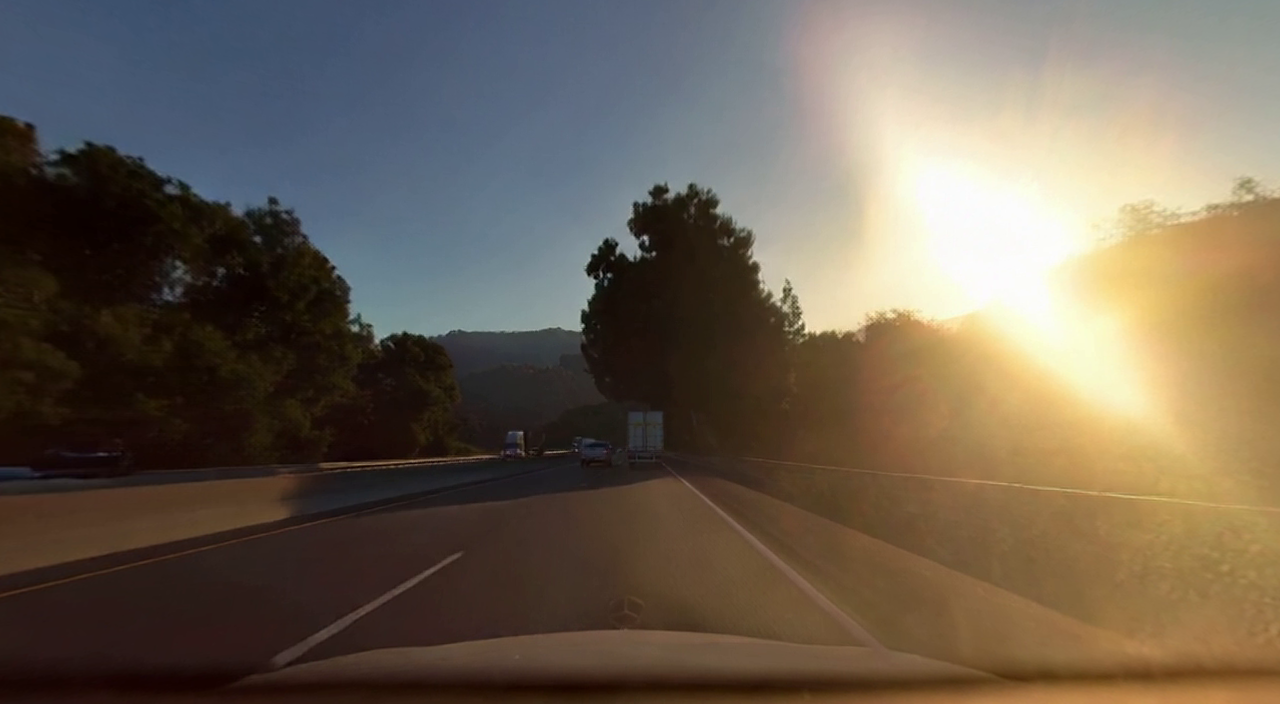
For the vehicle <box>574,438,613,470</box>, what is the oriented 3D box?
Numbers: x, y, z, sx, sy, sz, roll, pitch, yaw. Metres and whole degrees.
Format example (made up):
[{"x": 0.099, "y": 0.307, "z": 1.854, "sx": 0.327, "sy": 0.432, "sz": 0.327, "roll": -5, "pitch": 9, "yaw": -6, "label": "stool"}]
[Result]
[{"x": -3.235, "y": 7.310, "z": 45.253, "sx": 2.283, "sy": 2.156, "sz": 5.546, "roll": 0, "pitch": -9, "yaw": 1, "label": "vehicle"}]

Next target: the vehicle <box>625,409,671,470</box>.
[{"x": 0.495, "y": 6.572, "z": 46.771, "sx": 3.024, "sy": 3.965, "sz": 10.399, "roll": 0, "pitch": -9, "yaw": -1, "label": "vehicle"}]
